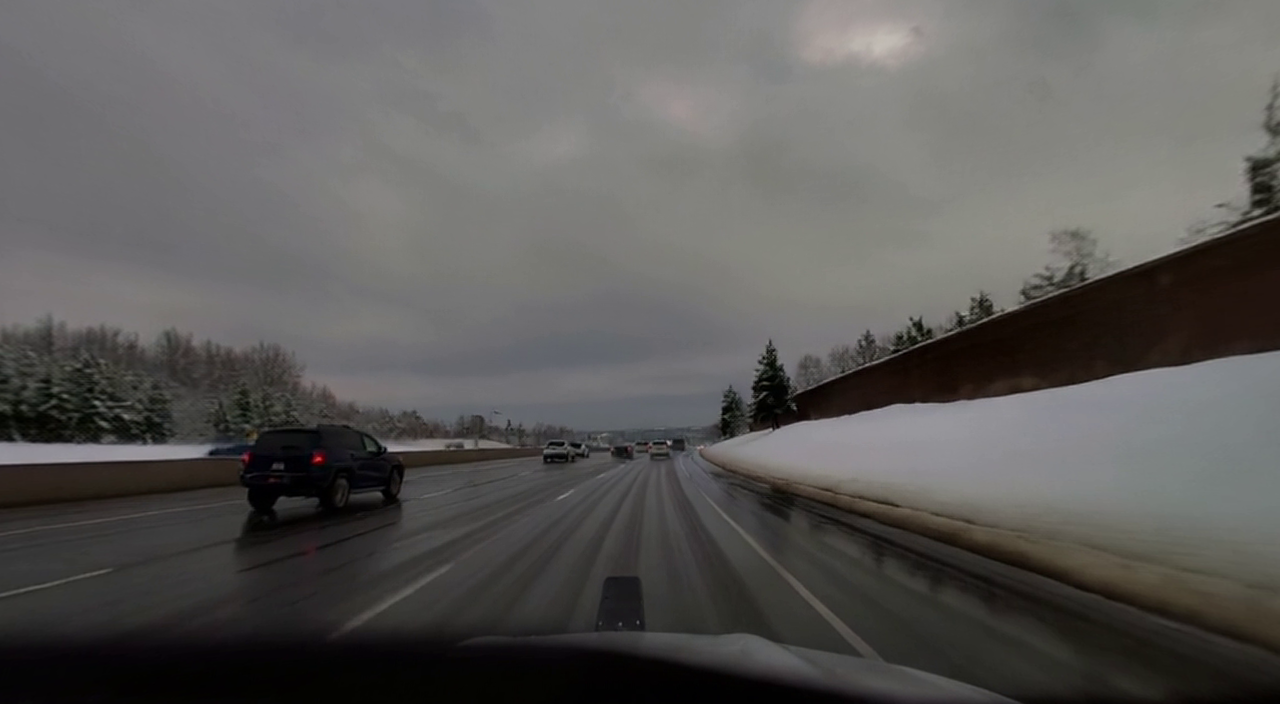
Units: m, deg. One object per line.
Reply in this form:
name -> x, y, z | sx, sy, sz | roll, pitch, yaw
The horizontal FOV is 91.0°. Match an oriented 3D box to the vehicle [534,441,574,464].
vehicle -> -6.132, 7.210, 45.381 | 1.986, 1.534, 4.255 | 0, -8, 3

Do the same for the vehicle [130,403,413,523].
vehicle -> -7.110, 2.233, 13.256 | 2.438, 1.967, 5.596 | 0, -8, 1

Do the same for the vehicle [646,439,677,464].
vehicle -> 1.609, 7.267, 46.078 | 2.141, 1.706, 4.065 | 0, -8, 3
